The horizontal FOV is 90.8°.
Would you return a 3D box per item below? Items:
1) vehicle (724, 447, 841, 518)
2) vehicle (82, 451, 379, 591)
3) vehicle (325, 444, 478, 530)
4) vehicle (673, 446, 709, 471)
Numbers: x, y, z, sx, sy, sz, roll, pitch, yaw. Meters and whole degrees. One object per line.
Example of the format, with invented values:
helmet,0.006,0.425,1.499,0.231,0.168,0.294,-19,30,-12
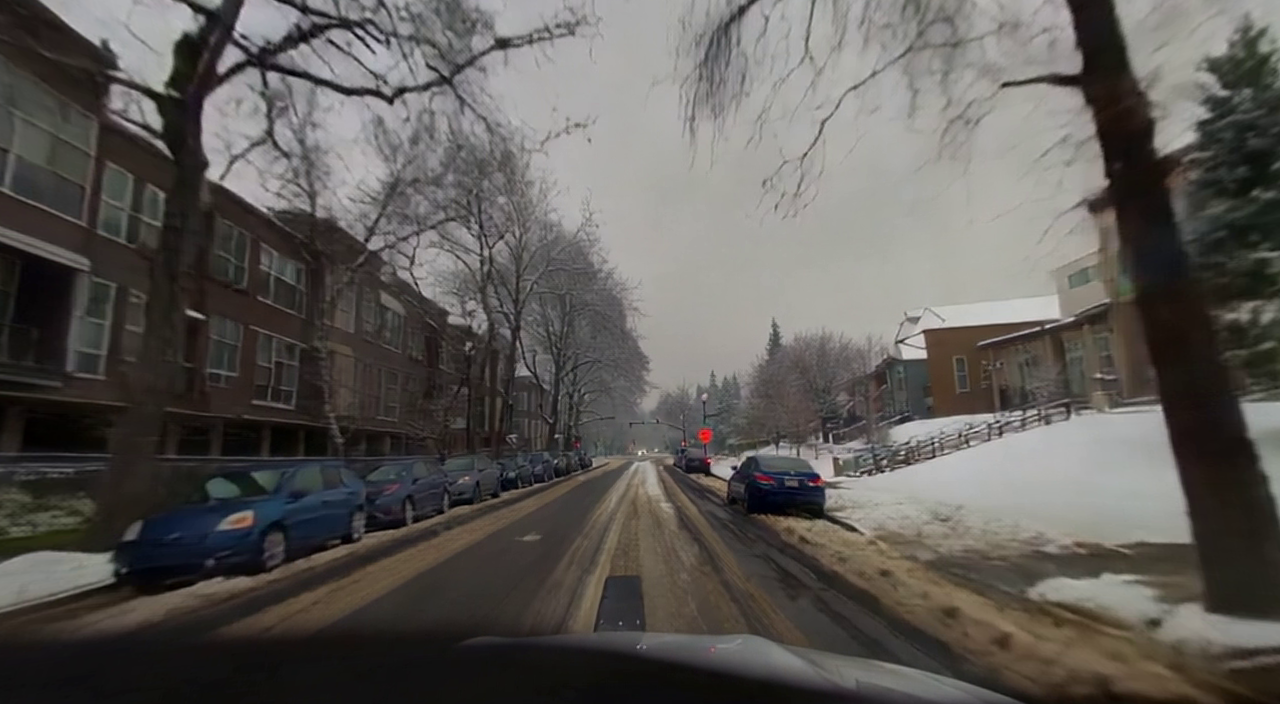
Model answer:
vehicle,3.329,3.116,15.623,1.835,1.490,4.134,0,-9,-1
vehicle,-5.214,2.123,8.687,1.722,1.491,3.431,0,-9,0
vehicle,-4.983,2.823,13.841,1.782,1.585,3.962,0,-9,0
vehicle,3.501,7.433,44.239,1.951,1.654,4.146,1,-9,-3
